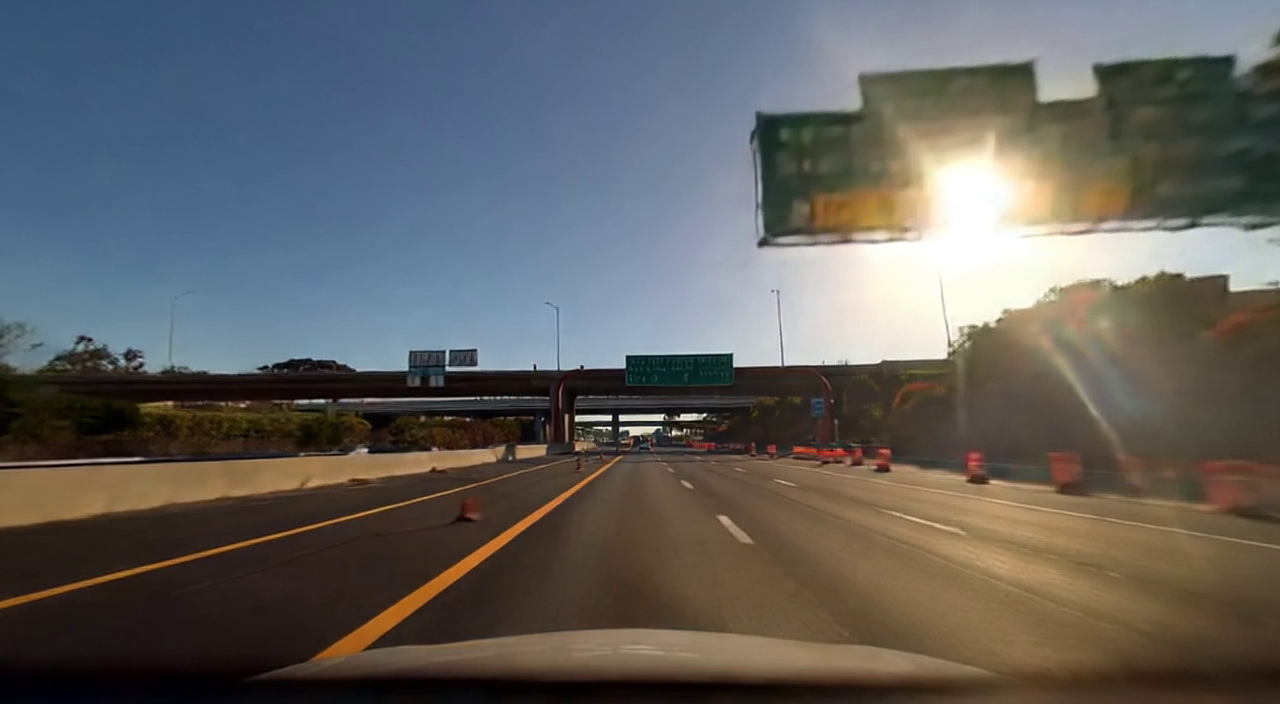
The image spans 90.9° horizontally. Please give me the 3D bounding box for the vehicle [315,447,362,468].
[{"bbox_3d":[-19.908,6.958,41.735,1.482,1.344,3.313,0,-8,-1],"label":"vehicle"}]
